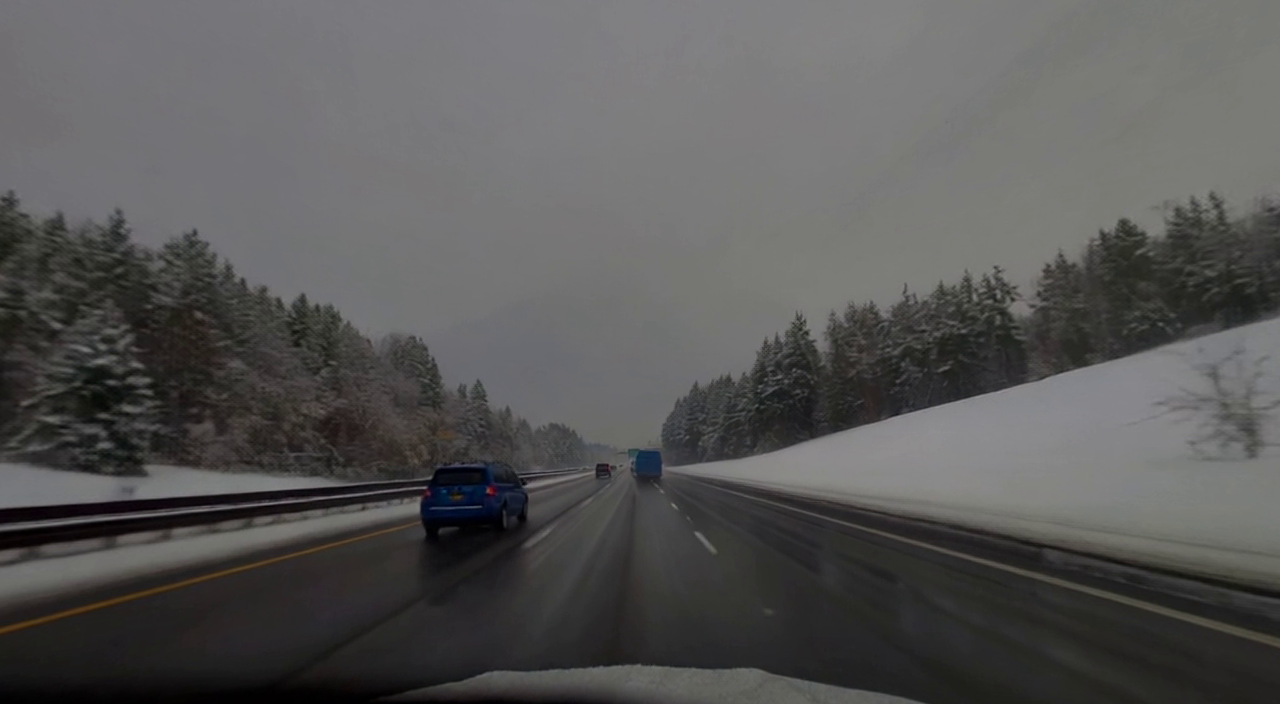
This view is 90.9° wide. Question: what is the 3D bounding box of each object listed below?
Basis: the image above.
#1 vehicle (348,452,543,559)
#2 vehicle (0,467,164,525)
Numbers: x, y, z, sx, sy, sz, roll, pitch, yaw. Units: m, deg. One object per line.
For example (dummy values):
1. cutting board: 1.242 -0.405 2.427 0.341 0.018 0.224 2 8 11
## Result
1. vehicle: -3.130 2.617 11.286 2.038 1.490 4.391 1 -11 1
2. vehicle: -16.259 4.076 18.226 1.724 1.460 4.153 1 -11 -1
